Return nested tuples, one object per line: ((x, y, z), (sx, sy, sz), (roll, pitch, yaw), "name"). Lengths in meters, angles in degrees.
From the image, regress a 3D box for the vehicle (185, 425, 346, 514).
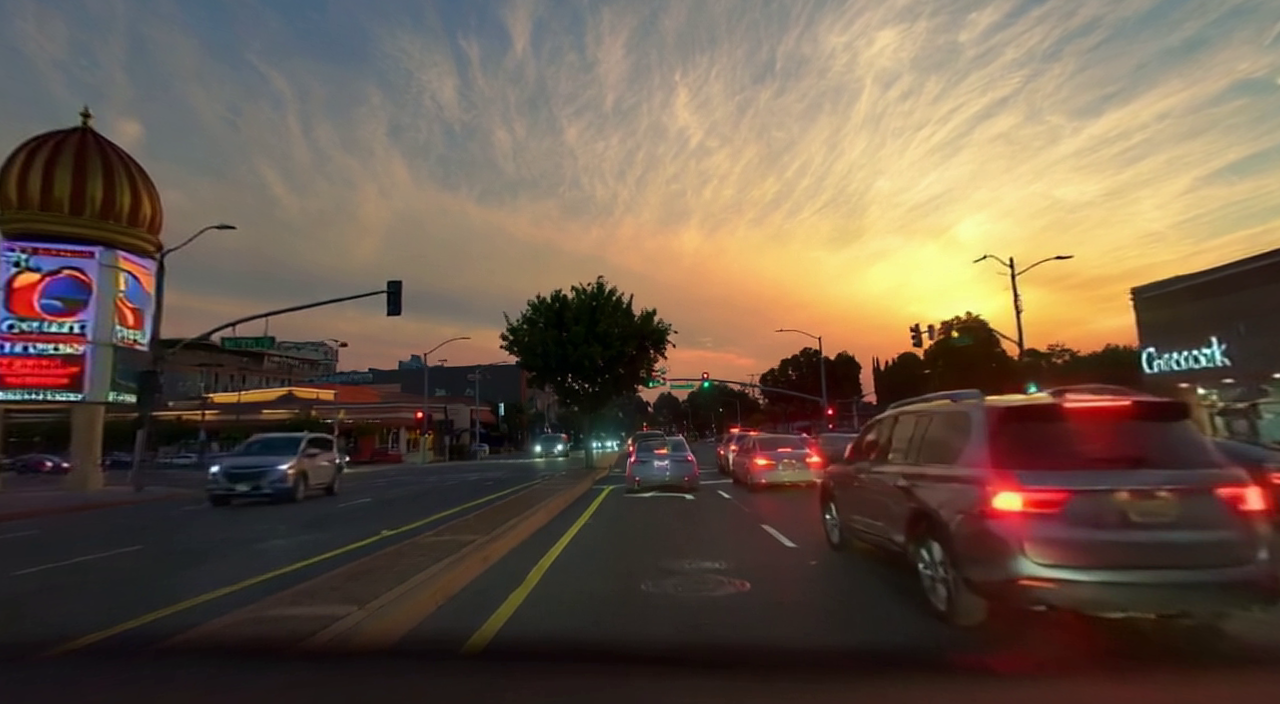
((-8.651, 2.716, 15.122), (2.106, 1.751, 4.554), (2, -9, -15), "vehicle")

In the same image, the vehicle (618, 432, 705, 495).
((0.513, 2.961, 17.076), (2.073, 1.496, 3.892), (0, -8, 0), "vehicle")

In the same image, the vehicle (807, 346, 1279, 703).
((3.199, 1.211, 5.688), (2.038, 1.787, 4.946), (0, -8, 0), "vehicle")

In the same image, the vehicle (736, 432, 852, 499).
((3.794, 2.877, 16.369), (1.883, 1.480, 4.489), (0, -8, 0), "vehicle")
